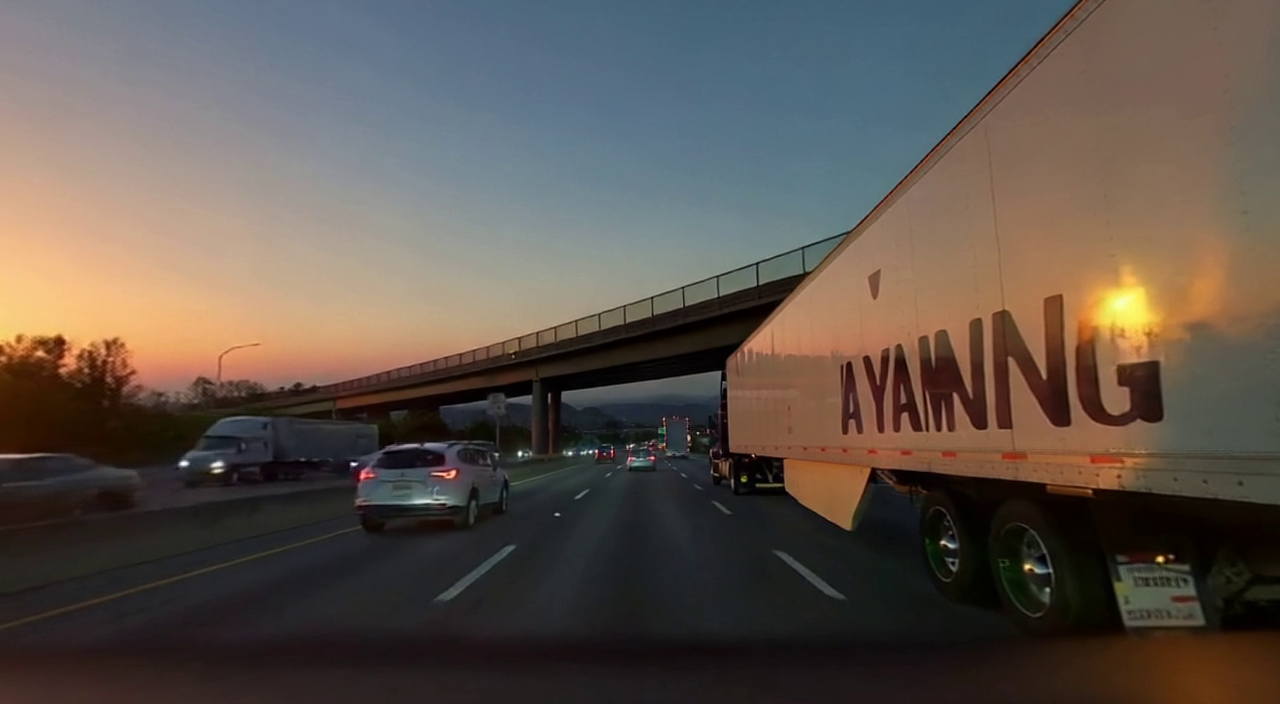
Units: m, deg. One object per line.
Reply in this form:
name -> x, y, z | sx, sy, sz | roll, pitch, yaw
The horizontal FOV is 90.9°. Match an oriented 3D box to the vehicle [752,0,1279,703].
vehicle -> 3.872, 0.338, 7.461 | 2.821, 4.077, 12.562 | 0, -9, 0

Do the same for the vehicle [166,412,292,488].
vehicle -> -23.439, 5.640, 36.479 | 2.965, 4.007, 6.095 | 0, -9, 0

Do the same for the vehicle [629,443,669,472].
vehicle -> 0.449, 5.777, 34.729 | 2.063, 1.469, 4.208 | 0, -9, 0

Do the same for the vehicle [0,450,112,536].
vehicle -> -12.255, 2.533, 11.358 | 1.973, 1.501, 3.990 | 0, -9, 0

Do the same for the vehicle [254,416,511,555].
vehicle -> -3.753, 2.062, 10.477 | 2.091, 1.722, 4.974 | 0, -9, 1
